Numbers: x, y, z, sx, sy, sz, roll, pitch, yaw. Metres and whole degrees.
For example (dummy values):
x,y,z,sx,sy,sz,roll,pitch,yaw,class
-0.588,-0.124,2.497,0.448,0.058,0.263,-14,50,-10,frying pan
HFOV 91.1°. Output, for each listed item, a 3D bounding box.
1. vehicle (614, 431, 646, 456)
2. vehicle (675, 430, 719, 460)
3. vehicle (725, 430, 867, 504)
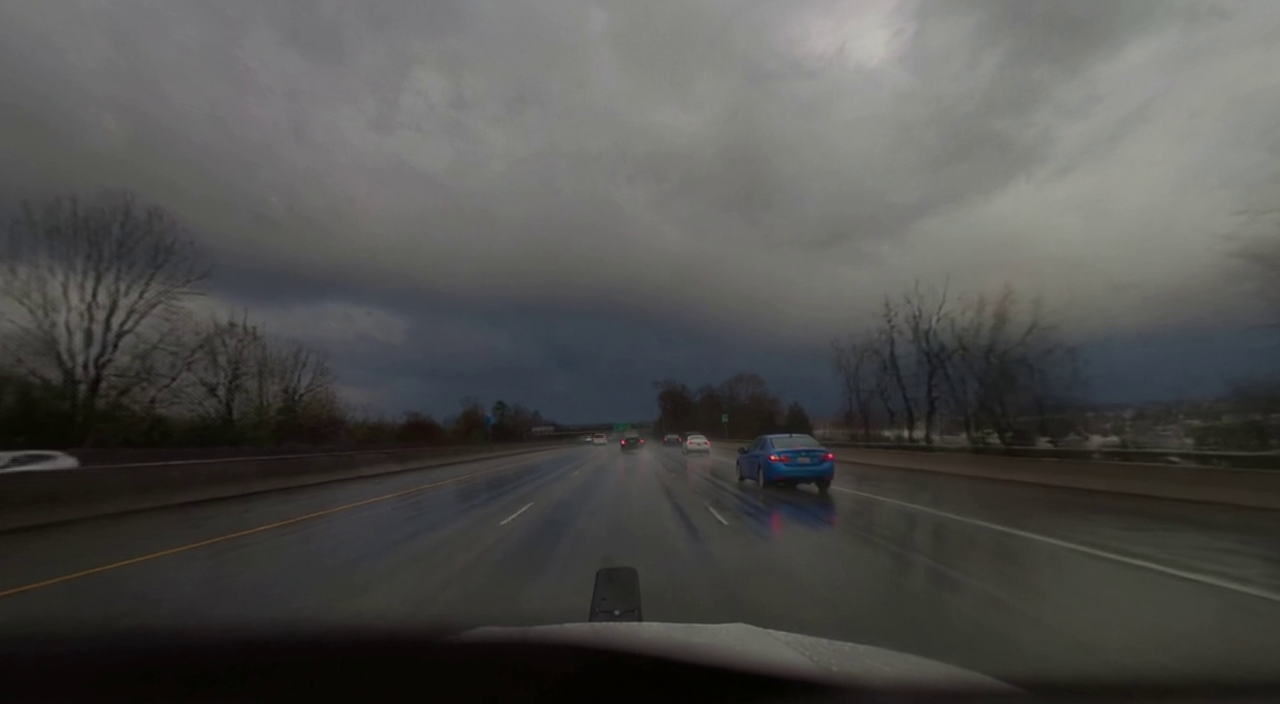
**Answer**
x,y,z,sx,sy,sz,roll,pitch,yaw,class
-0.764,6.694,46.141,2.182,1.680,4.253,0,-8,-2,vehicle
3.344,5.557,37.629,2.098,1.677,4.275,0,-8,-2,vehicle
3.496,2.652,15.159,2.056,1.479,4.660,0,-8,-2,vehicle
